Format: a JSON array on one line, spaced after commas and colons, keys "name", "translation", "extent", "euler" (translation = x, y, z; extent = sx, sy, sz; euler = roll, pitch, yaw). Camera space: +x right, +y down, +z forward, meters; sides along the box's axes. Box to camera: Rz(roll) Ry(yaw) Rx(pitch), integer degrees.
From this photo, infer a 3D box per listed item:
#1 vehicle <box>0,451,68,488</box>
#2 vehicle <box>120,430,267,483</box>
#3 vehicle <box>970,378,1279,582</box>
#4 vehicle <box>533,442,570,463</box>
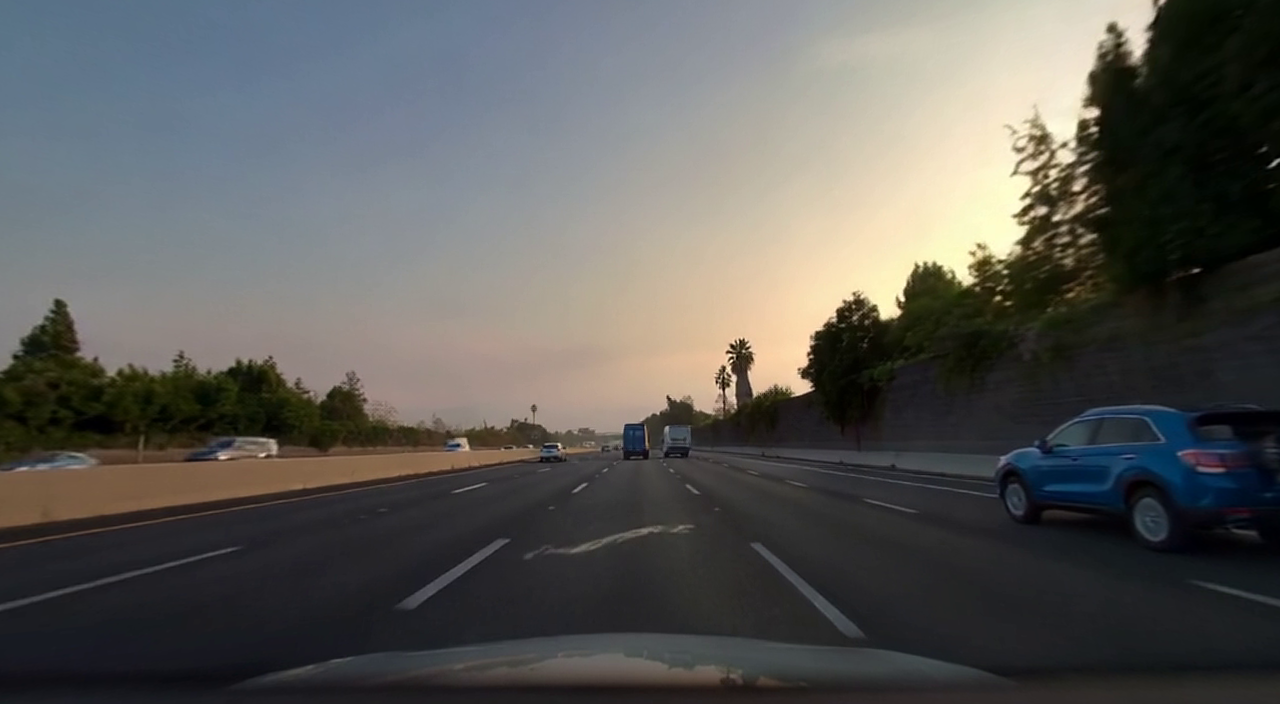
[{"name": "vehicle", "translation": [-25.194, 4.678, 25.224], "extent": [1.507, 1.358, 3.253], "euler": [0, -8, 1]}, {"name": "vehicle", "translation": [-17.912, 4.198, 25.722], "extent": [2.240, 1.891, 5.113], "euler": [0, -8, 0]}, {"name": "vehicle", "translation": [7.147, 1.566, 8.633], "extent": [2.361, 1.911, 5.286], "euler": [0, -8, 0]}, {"name": "vehicle", "translation": [-6.725, 7.629, 48.173], "extent": [2.097, 1.525, 4.632], "euler": [0, -8, 1]}]
